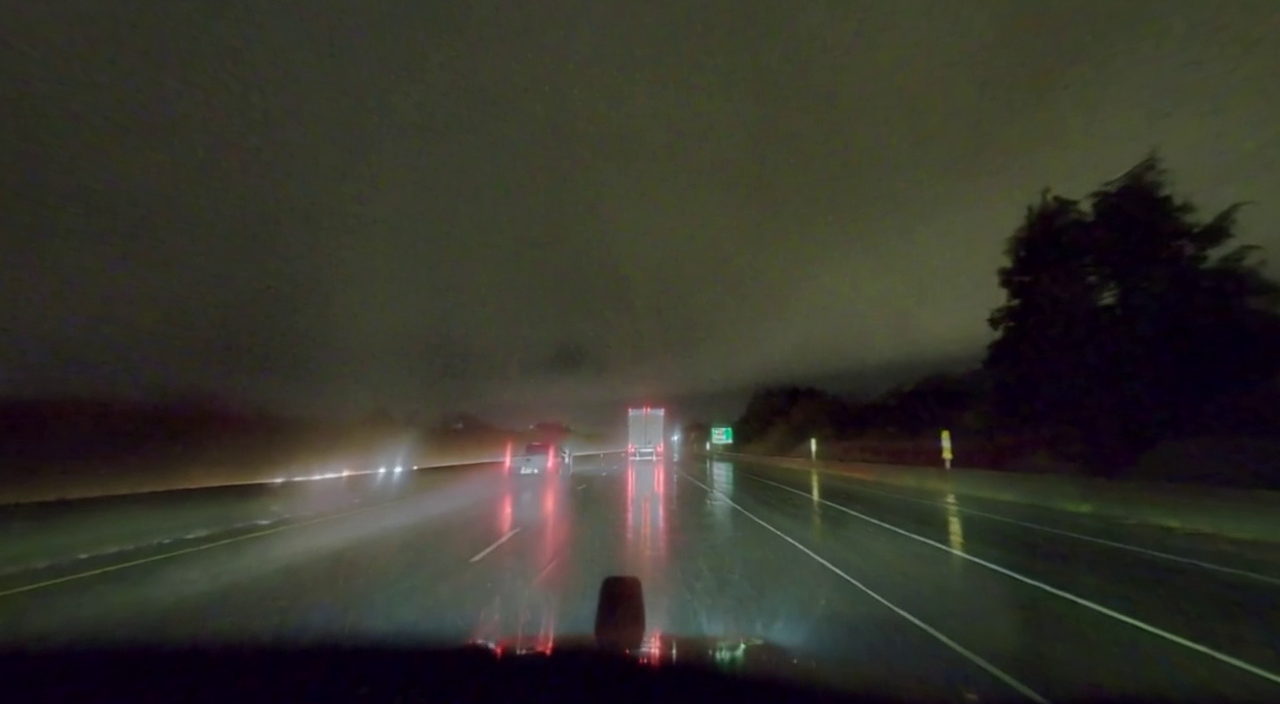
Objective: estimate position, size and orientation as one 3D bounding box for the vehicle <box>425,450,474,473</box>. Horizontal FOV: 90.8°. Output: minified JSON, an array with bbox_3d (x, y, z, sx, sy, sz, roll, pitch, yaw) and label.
[{"bbox_3d":[-13.078,7.518,43.557,1.958,1.438,4.420,0,-9,1],"label":"vehicle"}]

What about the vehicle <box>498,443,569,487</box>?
[{"bbox_3d":[-4.284,4.637,26.224,2.016,1.636,4.964,0,-9,1],"label":"vehicle"}]

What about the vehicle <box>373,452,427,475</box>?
[{"bbox_3d":[-17.068,7.900,45.119,1.993,1.507,4.685,0,-9,1],"label":"vehicle"}]
